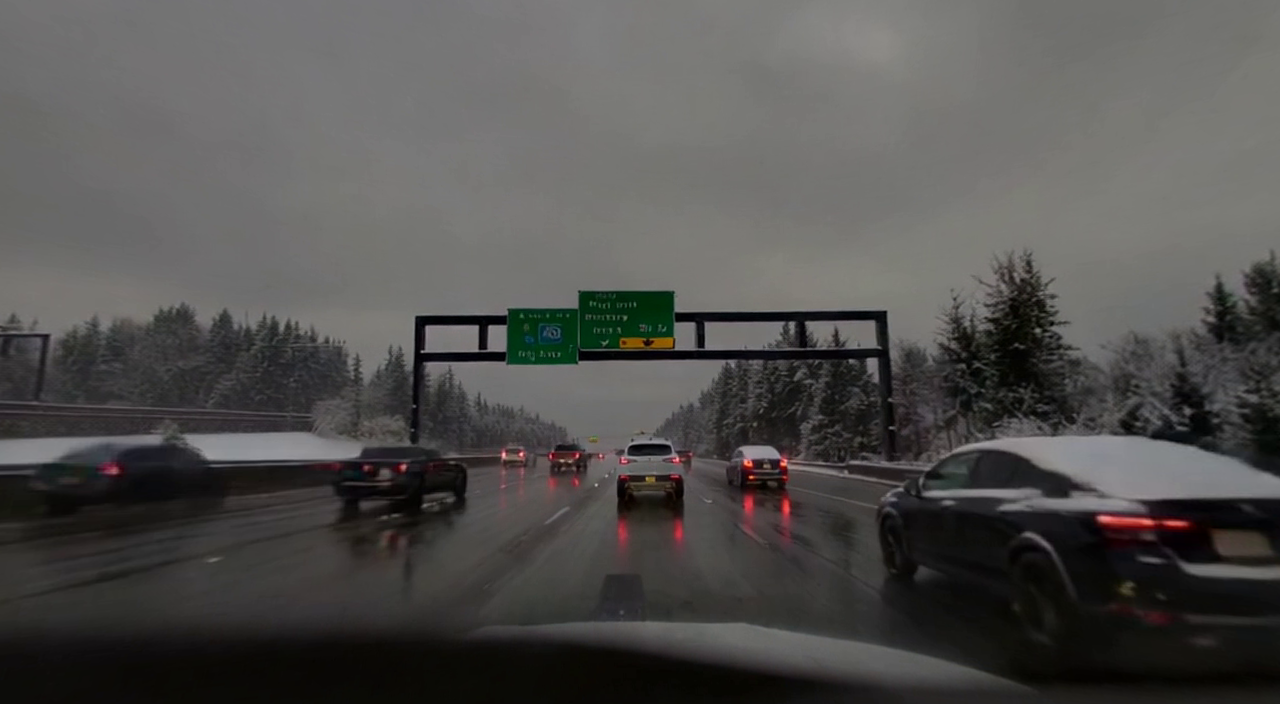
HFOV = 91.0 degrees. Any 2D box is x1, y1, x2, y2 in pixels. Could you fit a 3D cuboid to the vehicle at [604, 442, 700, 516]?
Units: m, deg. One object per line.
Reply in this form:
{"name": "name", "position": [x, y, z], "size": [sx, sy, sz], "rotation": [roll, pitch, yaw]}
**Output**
{"name": "vehicle", "position": [0.255, 3.004, 15.372], "size": [2.044, 1.554, 3.824], "rotation": [0, -9, 0]}

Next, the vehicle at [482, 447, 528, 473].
{"name": "vehicle", "position": [-9.924, 7.977, 46.780], "size": [2.213, 1.824, 4.990], "rotation": [0, -9, 1]}

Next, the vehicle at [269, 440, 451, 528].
{"name": "vehicle", "position": [-5.782, 2.750, 13.707], "size": [2.014, 1.587, 4.265], "rotation": [0, -9, -1]}

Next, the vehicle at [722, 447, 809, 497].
{"name": "vehicle", "position": [4.210, 4.086, 21.914], "size": [2.002, 1.499, 4.710], "rotation": [0, -9, -1]}

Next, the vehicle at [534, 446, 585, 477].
{"name": "vehicle", "position": [-4.792, 6.599, 38.244], "size": [2.182, 1.743, 5.144], "rotation": [-1, -9, 3]}

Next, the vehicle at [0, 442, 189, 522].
{"name": "vehicle", "position": [-13.965, 3.113, 15.664], "size": [2.094, 1.662, 4.486], "rotation": [0, -9, 1]}

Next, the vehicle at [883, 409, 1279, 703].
{"name": "vehicle", "position": [3.573, 1.294, 4.549], "size": [2.044, 1.523, 3.947], "rotation": [0, -9, 0]}
